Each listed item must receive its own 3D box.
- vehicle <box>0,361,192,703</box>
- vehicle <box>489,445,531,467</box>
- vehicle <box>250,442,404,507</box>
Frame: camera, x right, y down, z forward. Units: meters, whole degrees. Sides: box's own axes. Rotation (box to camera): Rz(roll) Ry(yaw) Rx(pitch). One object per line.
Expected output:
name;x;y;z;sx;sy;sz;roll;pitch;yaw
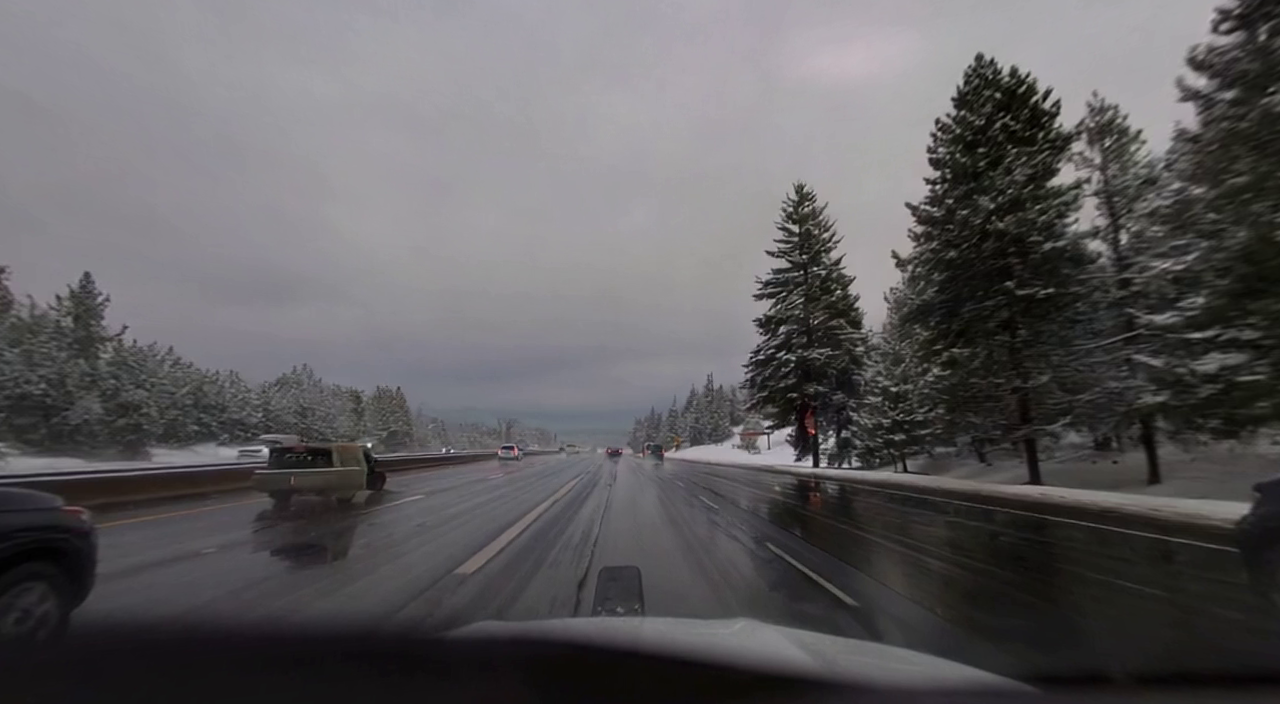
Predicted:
vehicle;-4.049;0.728;1.767;2.166;1.700;4.661;0;-8;0
vehicle;-8.867;7.092;43.353;2.020;1.447;4.322;0;-8;-1
vehicle;-8.162;3.199;17.036;1.975;1.520;4.390;0;-8;-1
